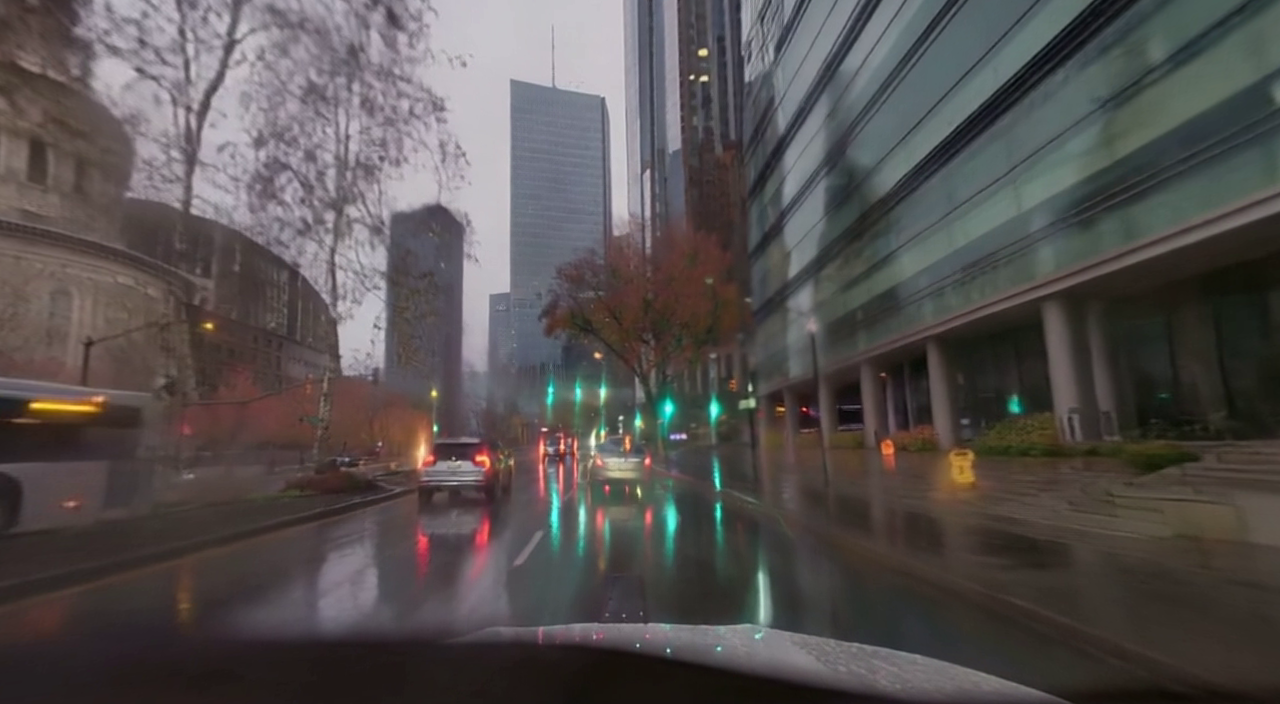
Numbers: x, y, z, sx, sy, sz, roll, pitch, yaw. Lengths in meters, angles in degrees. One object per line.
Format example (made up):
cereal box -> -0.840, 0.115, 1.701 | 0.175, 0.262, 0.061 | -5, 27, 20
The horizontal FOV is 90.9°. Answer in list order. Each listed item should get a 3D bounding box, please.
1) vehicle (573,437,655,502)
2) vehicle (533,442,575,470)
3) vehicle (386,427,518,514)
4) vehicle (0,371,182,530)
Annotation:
vehicle -> -0.683, 3.074, 16.826 | 1.933, 1.504, 3.802 | 1, -9, -2
vehicle -> -4.831, 5.885, 35.891 | 1.961, 1.517, 4.202 | 1, -9, -3
vehicle -> -3.940, 2.541, 13.903 | 1.848, 1.641, 3.686 | 0, -9, -2
vehicle -> -15.102, 2.233, 14.304 | 2.804, 3.352, 8.895 | 0, -9, -1
